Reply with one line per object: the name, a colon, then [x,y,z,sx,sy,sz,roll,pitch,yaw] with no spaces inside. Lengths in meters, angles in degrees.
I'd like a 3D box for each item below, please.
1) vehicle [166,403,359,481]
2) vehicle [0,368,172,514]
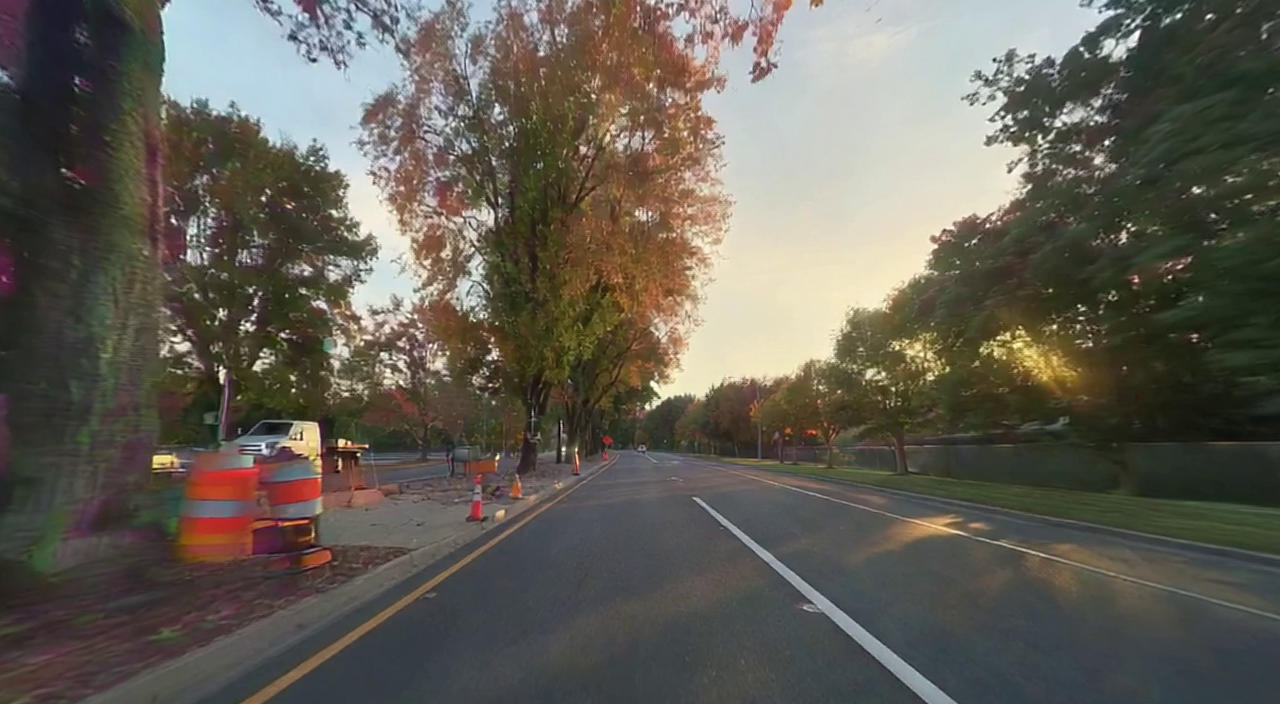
vehicle: [-19.293,4.864,33.610,2.956,3.466,10.408,-1,-9,6]
vehicle: [-16.287,2.206,15.450,3.171,3.299,9.207,0,-9,-5]
